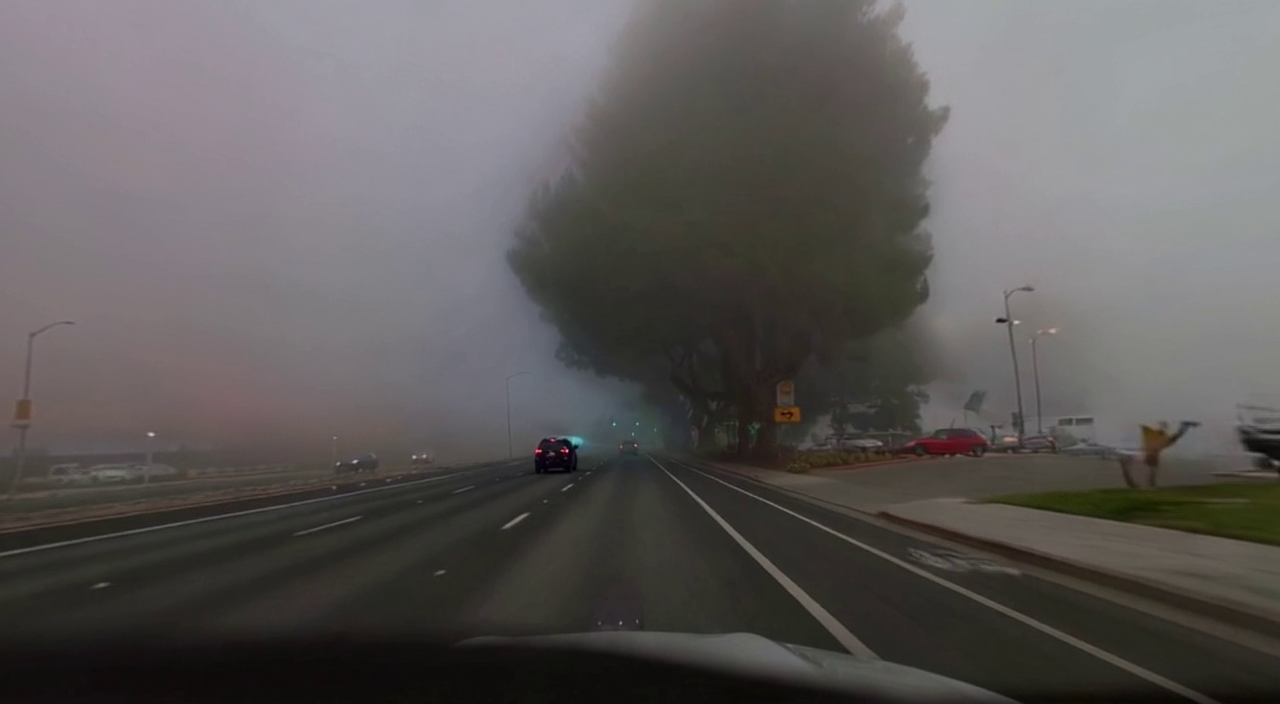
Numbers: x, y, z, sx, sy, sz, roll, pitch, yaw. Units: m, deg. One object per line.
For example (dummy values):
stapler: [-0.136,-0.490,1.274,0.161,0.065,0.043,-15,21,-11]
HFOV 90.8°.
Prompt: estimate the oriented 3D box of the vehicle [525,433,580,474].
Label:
vehicle: [-4.036,4.779,29.933,1.985,1.772,4.479,0,-8,0]

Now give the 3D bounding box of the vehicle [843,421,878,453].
vehicle: [14.015,5.420,40.239,1.876,1.693,3.562,6,-5,19]

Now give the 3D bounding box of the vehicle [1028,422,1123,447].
vehicle: [27.164,5.168,39.519,4.457,1.449,1.833,-1,-8,5]

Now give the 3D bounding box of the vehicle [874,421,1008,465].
vehicle: [12.874,3.909,27.265,4.612,1.491,2.061,-5,-7,1]
